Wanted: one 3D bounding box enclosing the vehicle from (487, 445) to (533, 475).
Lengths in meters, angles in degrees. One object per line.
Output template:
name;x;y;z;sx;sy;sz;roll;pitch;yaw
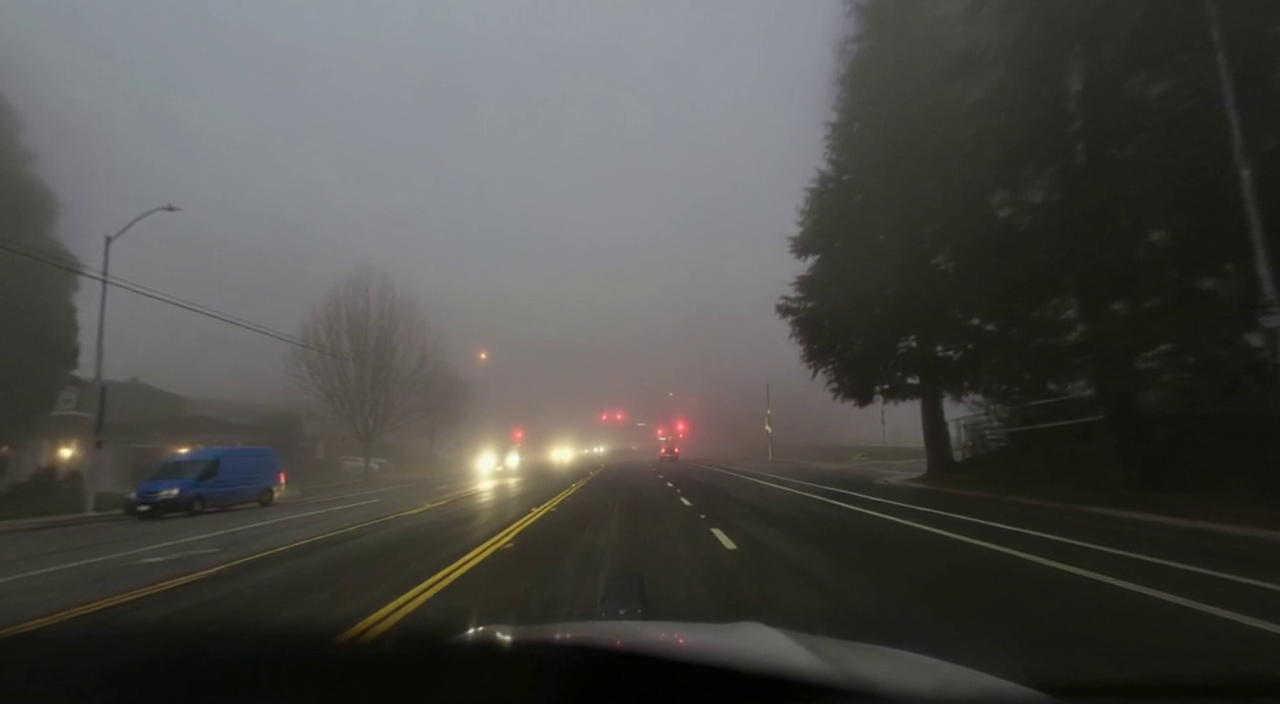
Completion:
vehicle;-7.846;6.538;38.439;1.958;1.702;4.386;0;-8;-1

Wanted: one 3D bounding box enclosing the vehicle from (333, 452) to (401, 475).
vehicle;-21.107;8.612;48.886;4.354;1.676;1.905;0;-9;-2

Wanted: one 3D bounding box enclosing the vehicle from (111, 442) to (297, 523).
vehicle;-13.689;4.073;20.445;2.346;2.217;5.290;0;-9;-2
